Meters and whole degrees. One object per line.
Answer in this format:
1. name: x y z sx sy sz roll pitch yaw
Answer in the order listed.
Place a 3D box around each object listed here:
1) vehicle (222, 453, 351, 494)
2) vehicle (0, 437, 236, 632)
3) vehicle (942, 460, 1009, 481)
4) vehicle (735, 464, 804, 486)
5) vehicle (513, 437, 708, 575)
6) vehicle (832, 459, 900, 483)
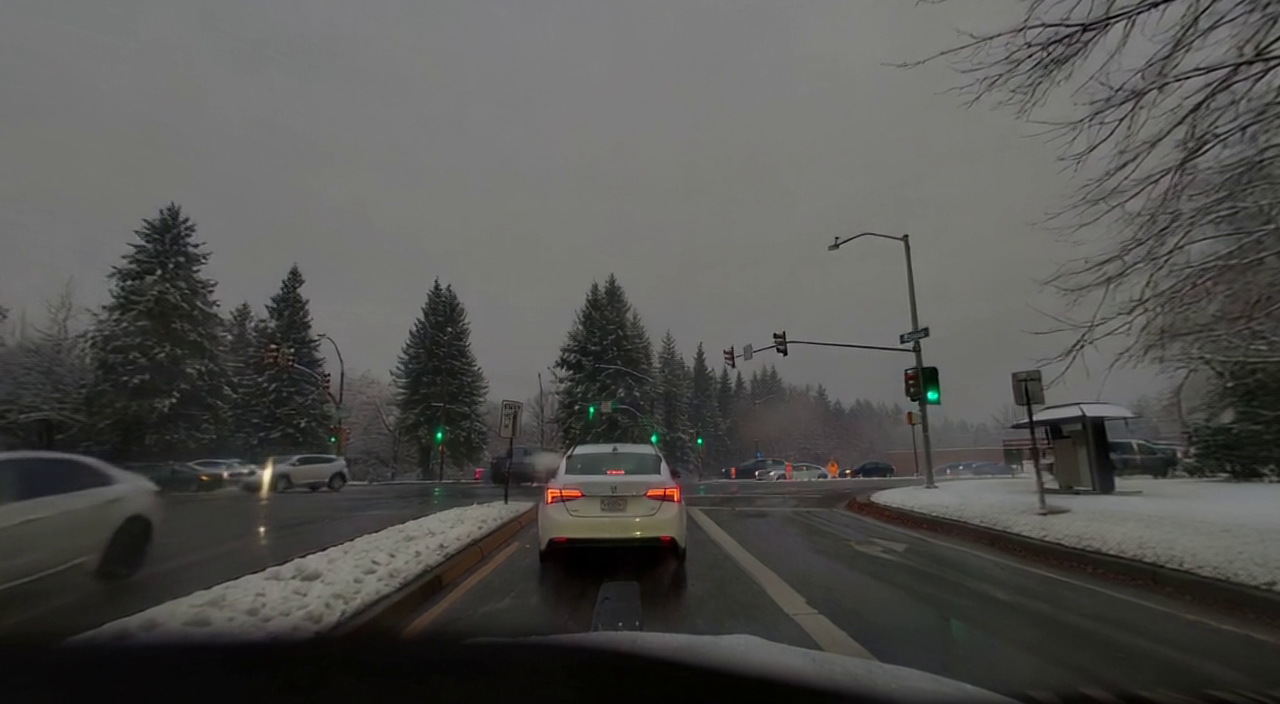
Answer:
1. vehicle: -18.533 6.359 33.263 5.500 2.012 2.201 -1 -9 5
2. vehicle: -6.198 1.582 5.868 2.078 1.534 4.646 1 -9 -4
3. vehicle: 25.937 9.149 48.853 4.358 1.471 1.875 2 -9 -16
4. vehicle: 9.046 8.581 44.147 4.254 1.359 1.895 2 -9 -16
5. vehicle: -0.367 1.996 9.069 2.112 1.479 4.264 0 -9 -1
6. vehicle: 16.469 8.672 46.152 4.337 1.637 1.860 2 -9 -16
